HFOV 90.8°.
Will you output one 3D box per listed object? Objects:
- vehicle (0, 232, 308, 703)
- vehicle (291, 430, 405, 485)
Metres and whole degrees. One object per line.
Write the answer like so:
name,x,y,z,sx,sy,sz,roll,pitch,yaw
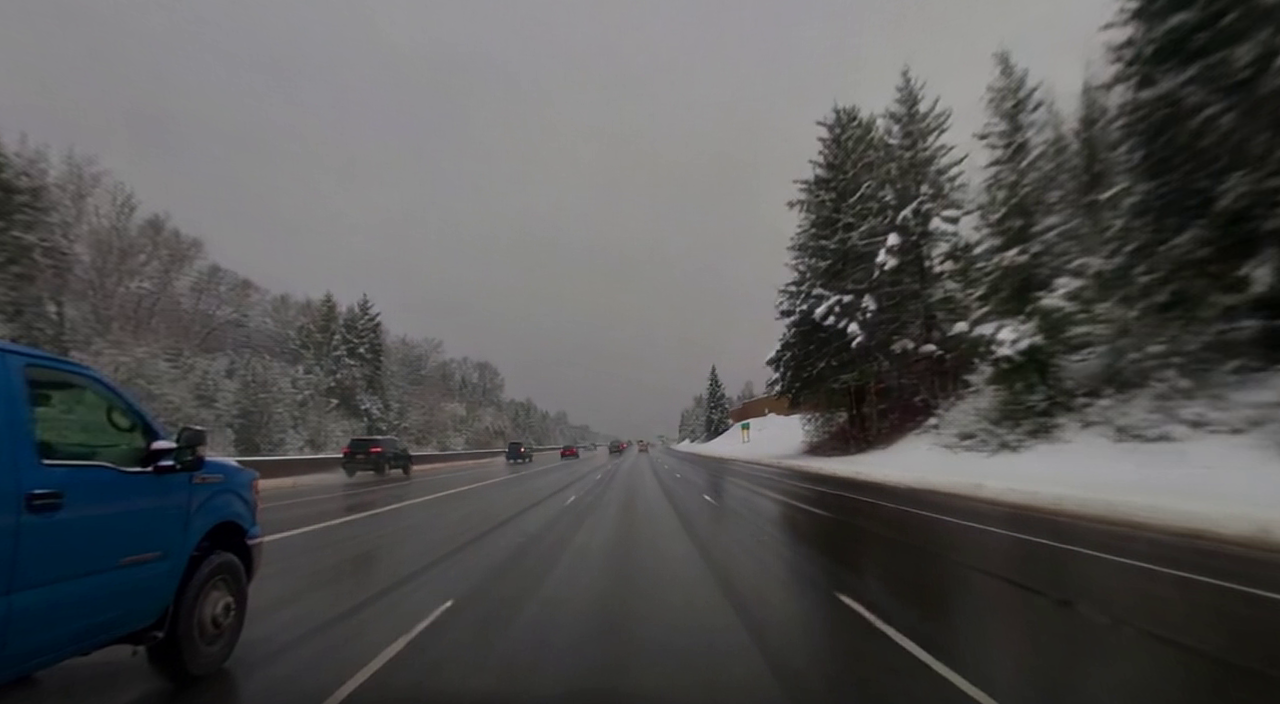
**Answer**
vehicle,-3.473,0.468,1.004,2.483,2.100,6.208,0,-8,0
vehicle,-10.994,4.017,24.303,2.012,1.875,4.895,0,-8,0
